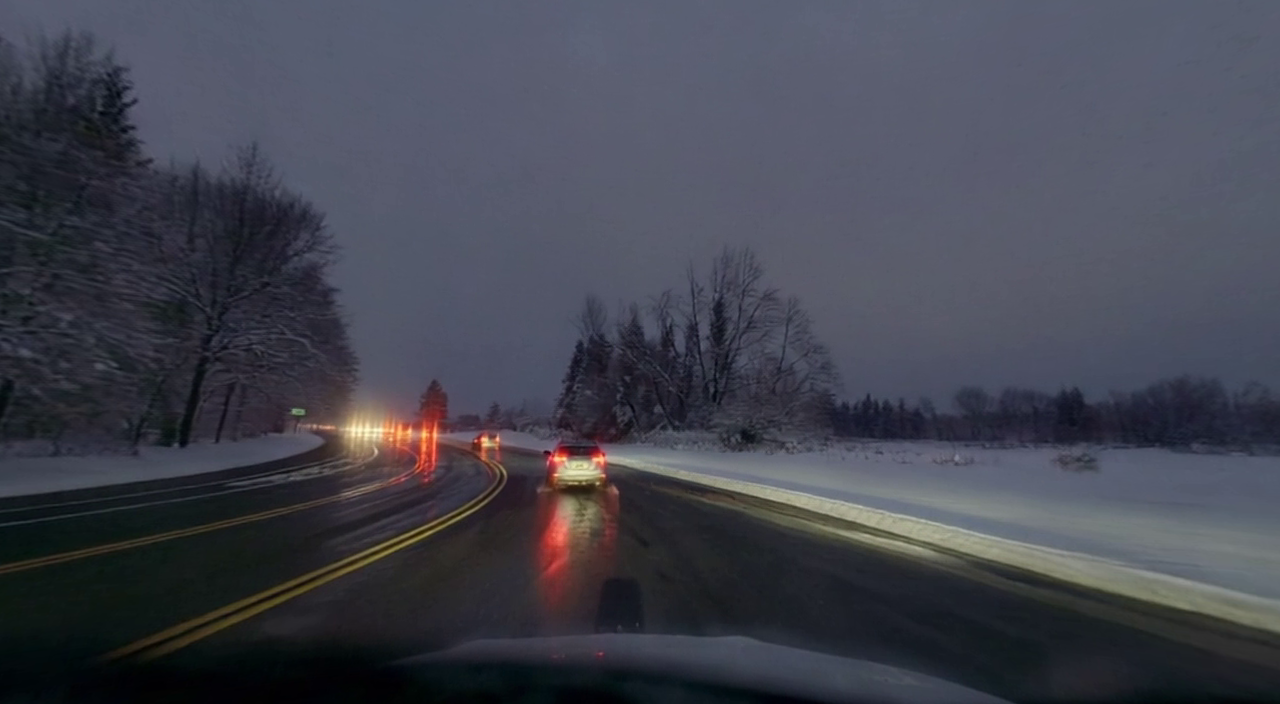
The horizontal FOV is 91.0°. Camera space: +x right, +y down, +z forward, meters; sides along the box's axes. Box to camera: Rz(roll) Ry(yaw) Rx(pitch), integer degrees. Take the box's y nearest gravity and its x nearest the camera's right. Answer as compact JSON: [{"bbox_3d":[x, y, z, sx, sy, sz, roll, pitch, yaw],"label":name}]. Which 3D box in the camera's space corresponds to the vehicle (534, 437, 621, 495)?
[{"bbox_3d":[-1.977,3.349,18.867,2.296,1.510,4.068,2,-9,-9],"label":"vehicle"}]

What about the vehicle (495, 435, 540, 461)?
[{"bbox_3d":[-7.782,6.062,39.712,2.080,1.530,3.719,3,-9,-21],"label":"vehicle"}]

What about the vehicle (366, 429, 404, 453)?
[{"bbox_3d":[-17.113,5.980,42.170,2.126,1.493,4.748,4,-9,-23],"label":"vehicle"}]
